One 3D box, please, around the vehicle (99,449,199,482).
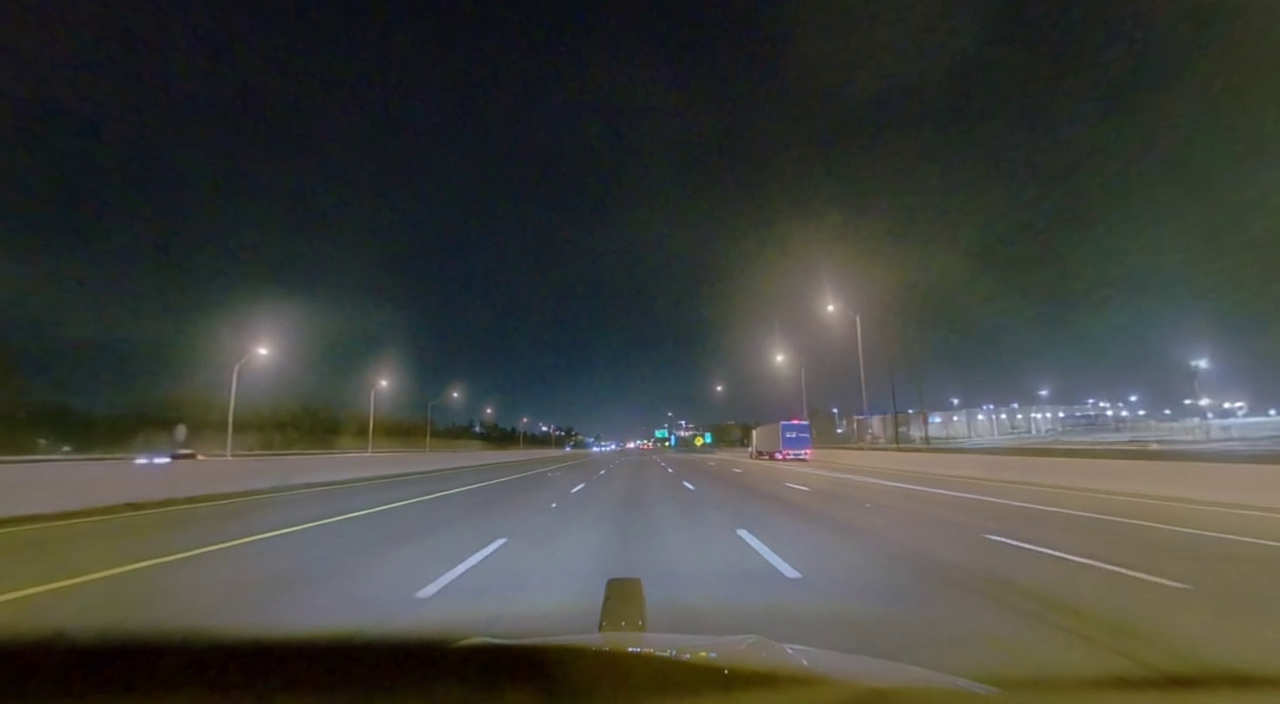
[{"bbox_3d":[-28.166,6.482,36.390,1.924,1.708,4.778,0,-8,0],"label":"vehicle"}]
